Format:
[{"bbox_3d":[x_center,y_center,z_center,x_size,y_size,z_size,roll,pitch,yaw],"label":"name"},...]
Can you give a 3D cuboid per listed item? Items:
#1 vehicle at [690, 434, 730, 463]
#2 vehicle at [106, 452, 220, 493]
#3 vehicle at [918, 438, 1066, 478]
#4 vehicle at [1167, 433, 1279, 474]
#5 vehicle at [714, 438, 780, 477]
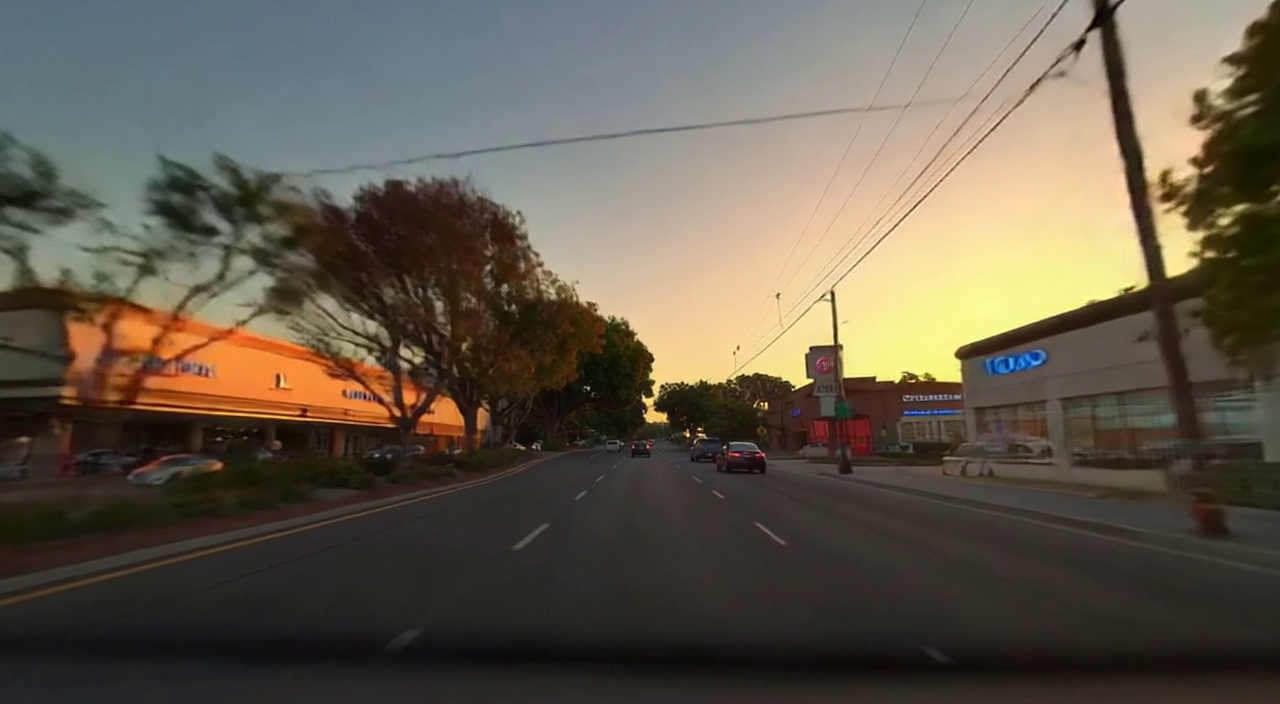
[{"bbox_3d":[4.806,6.719,44.028,2.140,1.921,4.431,0,-8,-2],"label":"vehicle"},{"bbox_3d":[-22.228,5.609,29.629,1.997,1.637,4.386,-2,-8,-2],"label":"vehicle"},{"bbox_3d":[14.463,4.378,26.095,4.909,1.463,1.924,-2,-8,1],"label":"vehicle"},{"bbox_3d":[26.610,4.520,28.212,4.147,1.545,2.108,-3,-8,-4],"label":"vehicle"},{"bbox_3d":[4.337,4.333,26.213,1.916,1.459,4.335,0,-8,-1],"label":"vehicle"}]
